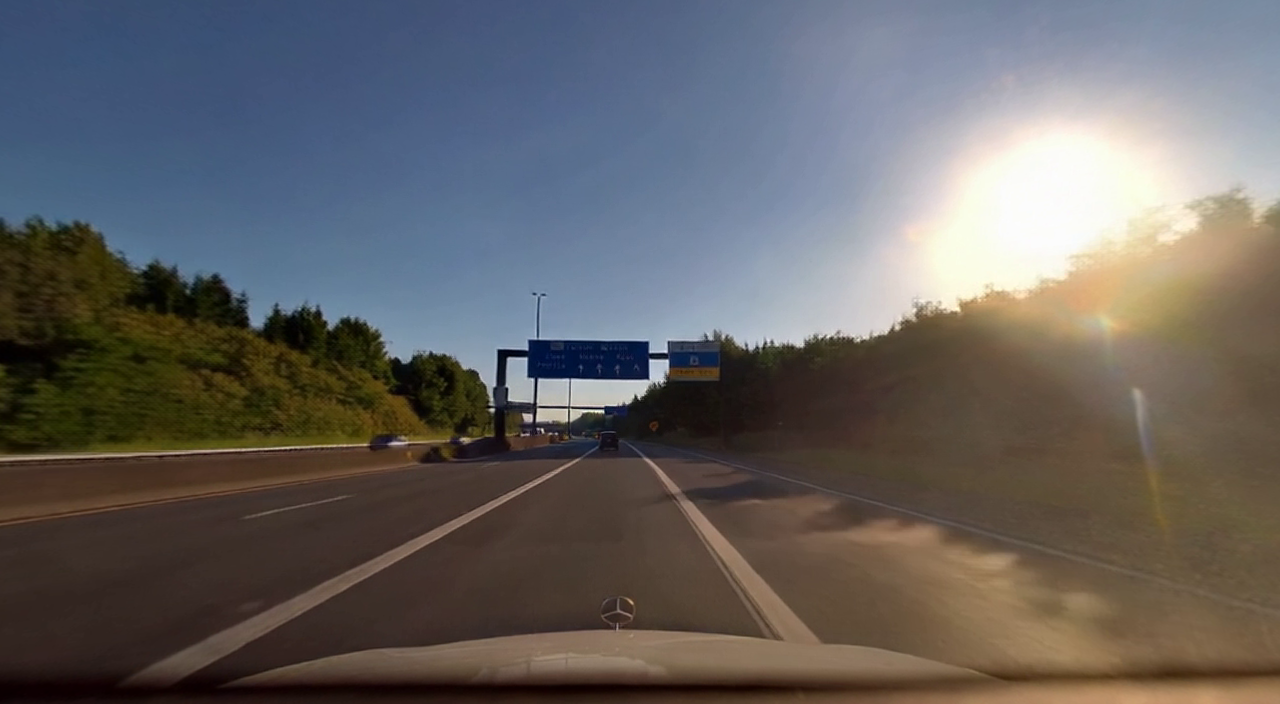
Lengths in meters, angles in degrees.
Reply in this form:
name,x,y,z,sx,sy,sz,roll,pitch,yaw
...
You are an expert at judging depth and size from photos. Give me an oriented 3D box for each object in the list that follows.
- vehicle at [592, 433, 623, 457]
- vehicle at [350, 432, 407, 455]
name,x,y,z,sx,sy,sz,roll,pitch,yaw
vehicle,-2.181,6.248,42.520,2.000,1.491,3.913,0,-8,-3
vehicle,-16.754,5.880,40.637,1.882,1.417,4.331,1,-8,-1
